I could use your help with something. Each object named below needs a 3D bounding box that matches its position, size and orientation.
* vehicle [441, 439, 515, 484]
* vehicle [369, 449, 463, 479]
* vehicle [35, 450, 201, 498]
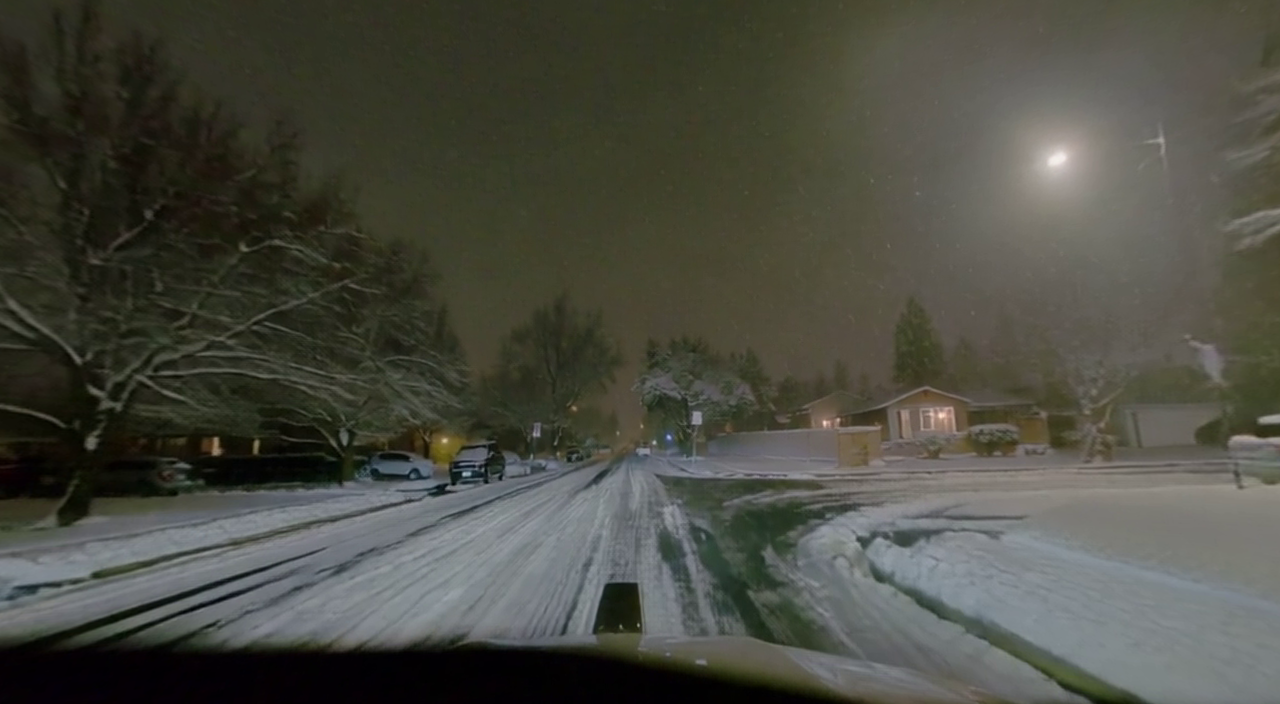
[{"bbox_3d":[-7.528,5.178,29.941,2.091,1.912,4.598,0,-10,2],"label":"vehicle"},{"bbox_3d":[-12.517,6.249,35.506,4.538,1.578,2.000,0,-8,1],"label":"vehicle"},{"bbox_3d":[-18.106,4.229,22.059,4.147,1.423,1.875,1,-6,0],"label":"vehicle"}]
